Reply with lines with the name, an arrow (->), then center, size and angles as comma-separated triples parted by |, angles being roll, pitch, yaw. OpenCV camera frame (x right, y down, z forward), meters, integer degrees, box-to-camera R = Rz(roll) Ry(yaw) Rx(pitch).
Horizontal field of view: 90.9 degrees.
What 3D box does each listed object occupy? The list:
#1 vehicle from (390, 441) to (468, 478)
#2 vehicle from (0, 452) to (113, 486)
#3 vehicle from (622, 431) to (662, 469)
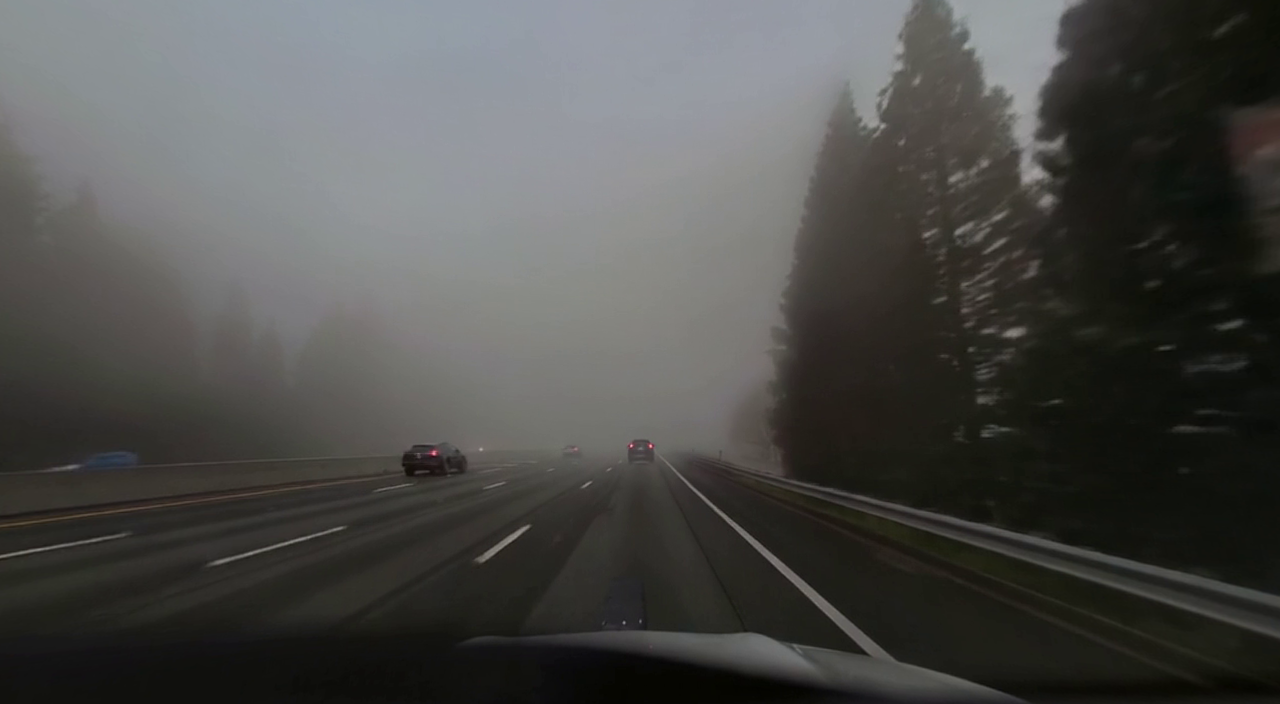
vehicle -> -10.169, 5.182, 30.805 | 2.037, 1.661, 4.885 | 0, -8, 1
vehicle -> -30.665, 6.046, 33.019 | 1.950, 1.568, 4.772 | 0, -8, 1
vehicle -> 0.116, 6.027, 38.971 | 2.318, 2.145, 4.561 | 0, -8, 0
